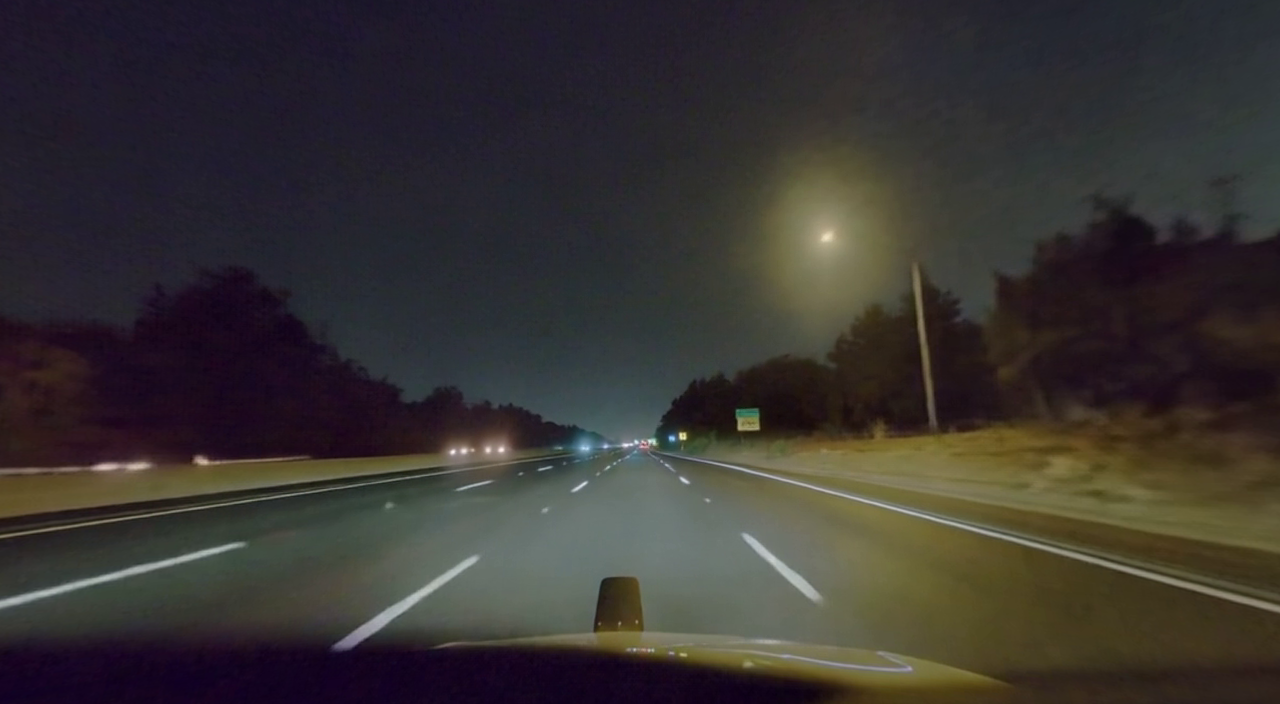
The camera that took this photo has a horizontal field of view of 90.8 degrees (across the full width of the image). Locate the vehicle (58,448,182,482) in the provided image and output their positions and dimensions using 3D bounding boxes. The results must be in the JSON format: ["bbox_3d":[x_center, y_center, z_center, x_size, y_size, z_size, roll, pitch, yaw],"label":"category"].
[{"bbox_3d":[-25.149,5.473,30.818,1.914,1.490,4.796,0,-8,1],"label":"vehicle"}]
